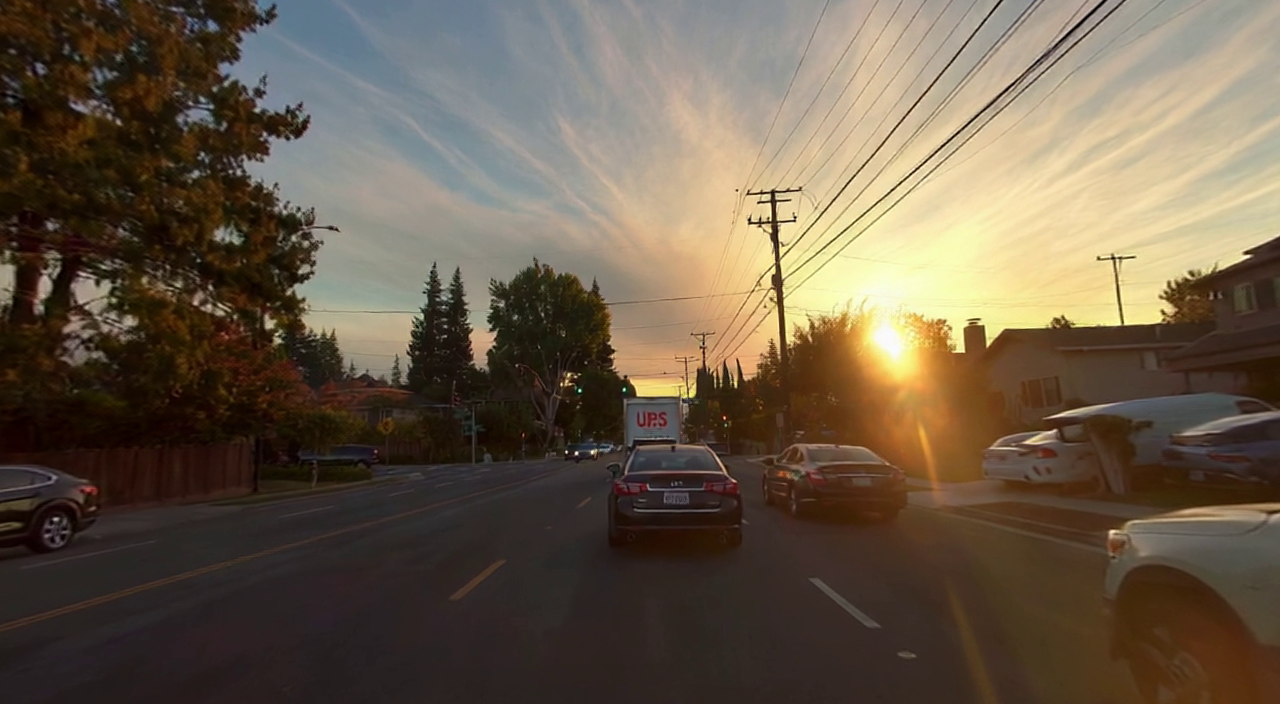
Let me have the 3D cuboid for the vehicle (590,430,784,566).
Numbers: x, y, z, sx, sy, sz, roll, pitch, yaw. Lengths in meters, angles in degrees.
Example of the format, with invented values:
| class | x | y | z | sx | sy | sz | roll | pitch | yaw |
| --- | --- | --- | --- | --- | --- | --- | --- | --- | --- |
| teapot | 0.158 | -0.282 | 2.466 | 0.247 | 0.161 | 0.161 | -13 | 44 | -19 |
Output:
| class | x | y | z | sx | sy | sz | roll | pitch | yaw |
| --- | --- | --- | --- | --- | --- | --- | --- | --- | --- |
| vehicle | 0.524 | 1.965 | 9.273 | 2.158 | 1.499 | 4.377 | 0 | -8 | 0 |

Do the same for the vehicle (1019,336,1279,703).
| class | x | y | z | sx | sy | sz | roll | pitch | yaw |
| --- | --- | --- | --- | --- | --- | --- | --- | --- | --- |
| vehicle | 3.315 | 0.675 | 1.336 | 2.069 | 1.722 | 4.888 | 0 | -8 | 2 |

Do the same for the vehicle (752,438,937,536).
| class | x | y | z | sx | sy | sz | roll | pitch | yaw |
| --- | --- | --- | --- | --- | --- | --- | --- | --- | --- |
| vehicle | 3.546 | 2.411 | 11.928 | 1.993 | 1.479 | 4.487 | 0 | -8 | 0 |

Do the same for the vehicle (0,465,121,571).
| class | x | y | z | sx | sy | sz | roll | pitch | yaw |
| --- | --- | --- | --- | --- | --- | --- | --- | --- | --- |
| vehicle | -10.344 | 2.415 | 8.858 | 1.925 | 1.482 | 4.753 | 0 | -8 | 1 |

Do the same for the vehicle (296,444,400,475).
| class | x | y | z | sx | sy | sz | roll | pitch | yaw |
| --- | --- | --- | --- | --- | --- | --- | --- | --- | --- |
| vehicle | -17.469 | 6.435 | 37.676 | 5.274 | 1.793 | 1.921 | 0 | -8 | 2 |
